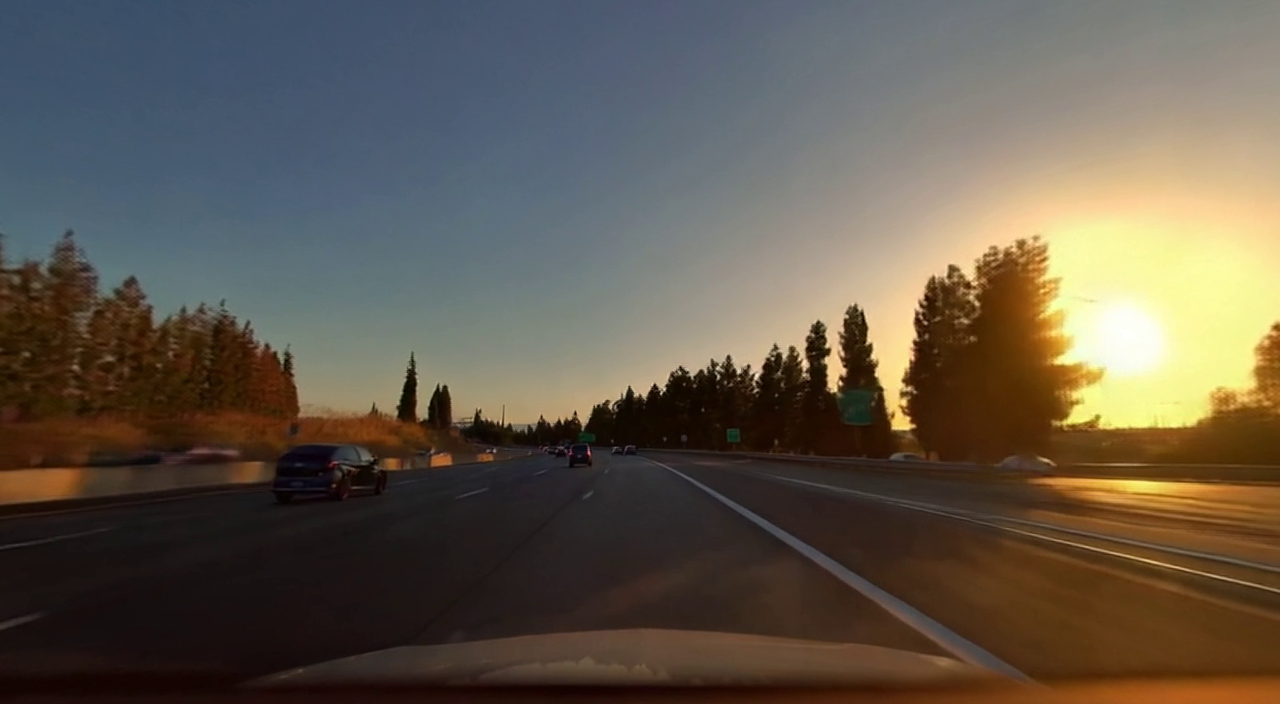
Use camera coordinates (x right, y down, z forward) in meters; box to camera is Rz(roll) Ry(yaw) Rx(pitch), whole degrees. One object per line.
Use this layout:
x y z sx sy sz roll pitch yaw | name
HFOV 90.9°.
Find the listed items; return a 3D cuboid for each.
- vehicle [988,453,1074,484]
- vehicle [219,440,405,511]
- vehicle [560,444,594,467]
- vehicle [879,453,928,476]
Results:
20.573 6.120 33.418 1.950 1.462 4.391 -1 -8 4 | vehicle
-7.654 2.901 15.403 2.038 1.463 4.656 0 -8 0 | vehicle
-4.189 6.963 42.621 1.936 1.465 4.060 0 -8 -1 | vehicle
18.807 8.015 45.223 2.005 1.478 4.056 -1 -8 4 | vehicle
